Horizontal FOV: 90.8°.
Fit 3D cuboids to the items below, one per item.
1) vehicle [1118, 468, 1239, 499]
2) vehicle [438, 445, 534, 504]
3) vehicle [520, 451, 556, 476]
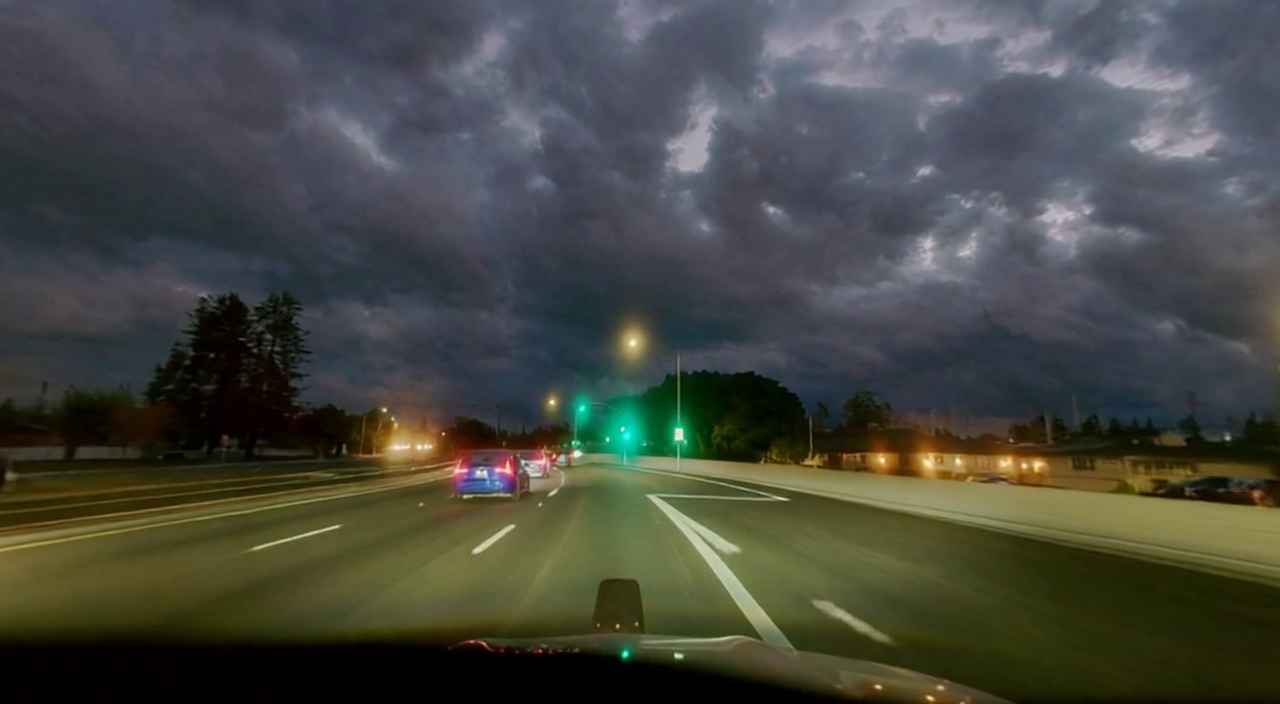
[{"bbox_3d":[36.179,8.836,42.806,2.105,1.703,6.354,1,-9,-7],"label":"vehicle"},{"bbox_3d":[-4.739,3.789,20.136,2.098,1.613,4.606,0,-8,-3],"label":"vehicle"},{"bbox_3d":[-6.391,7.006,39.902,1.904,1.476,3.736,0,-8,-4],"label":"vehicle"}]
